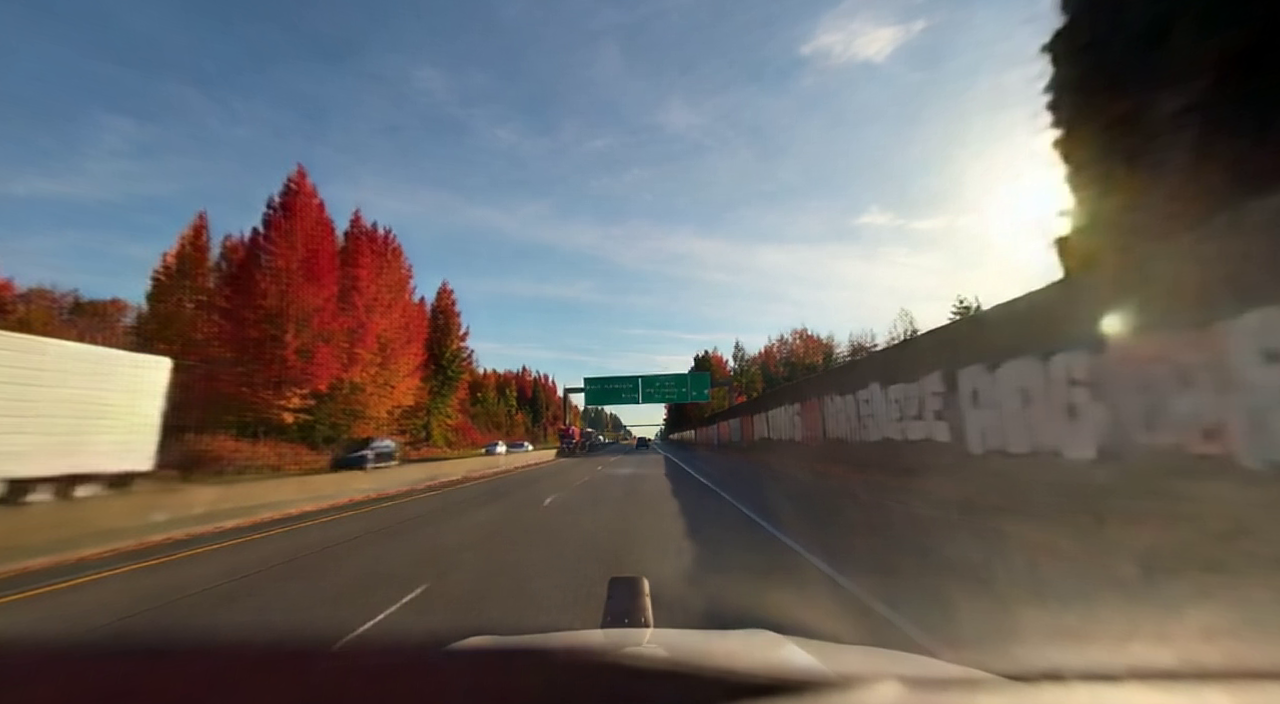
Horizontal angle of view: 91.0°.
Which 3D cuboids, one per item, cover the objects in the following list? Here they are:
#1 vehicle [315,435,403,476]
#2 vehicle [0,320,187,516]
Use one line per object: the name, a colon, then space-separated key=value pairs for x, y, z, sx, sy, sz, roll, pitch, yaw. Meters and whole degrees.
vehicle: x=-14.365 y=5.301 z=32.539 sx=2.078 sy=1.922 sz=5.241 roll=0 pitch=-8 yaw=0
vehicle: x=-14.770 y=1.122 z=11.297 sx=2.934 sy=4.031 sz=13.776 roll=0 pitch=-8 yaw=0
